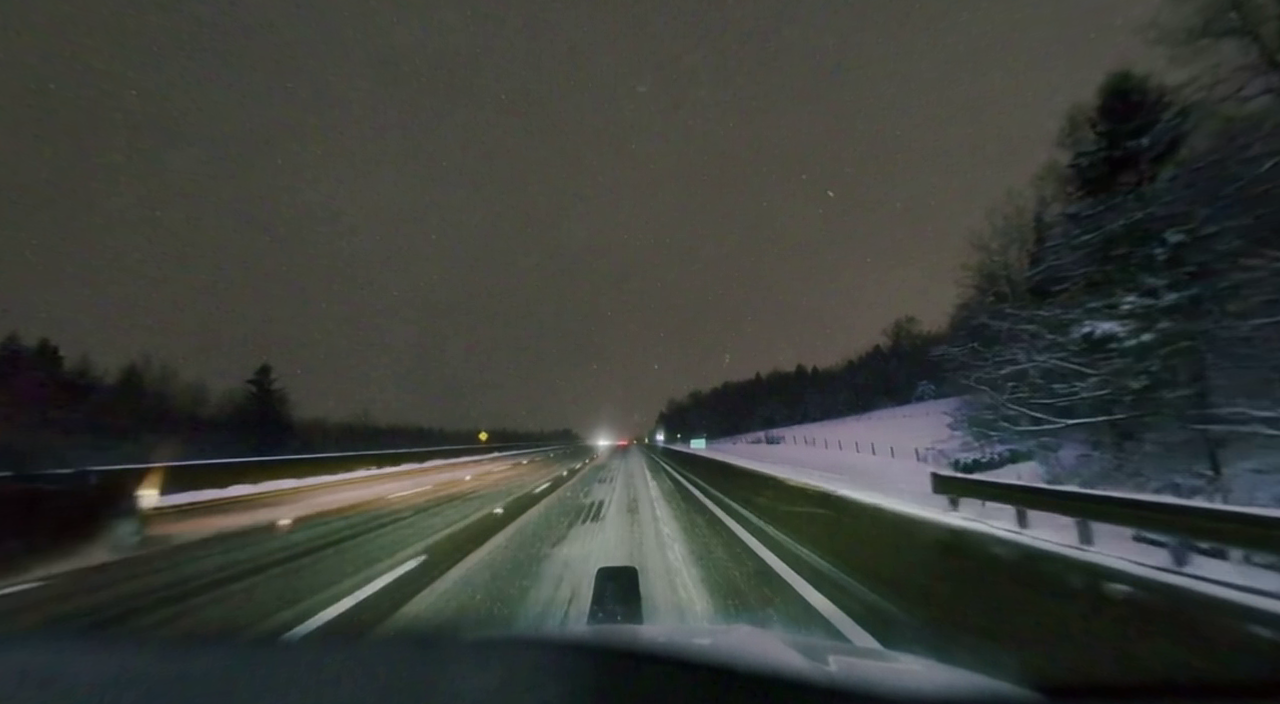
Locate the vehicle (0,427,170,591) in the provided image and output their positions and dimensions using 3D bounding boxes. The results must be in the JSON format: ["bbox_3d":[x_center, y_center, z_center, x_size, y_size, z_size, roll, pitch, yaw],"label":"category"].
[{"bbox_3d":[-6.815,1.407,5.556,1.989,1.473,4.345,0,-8,-1],"label":"vehicle"}]
